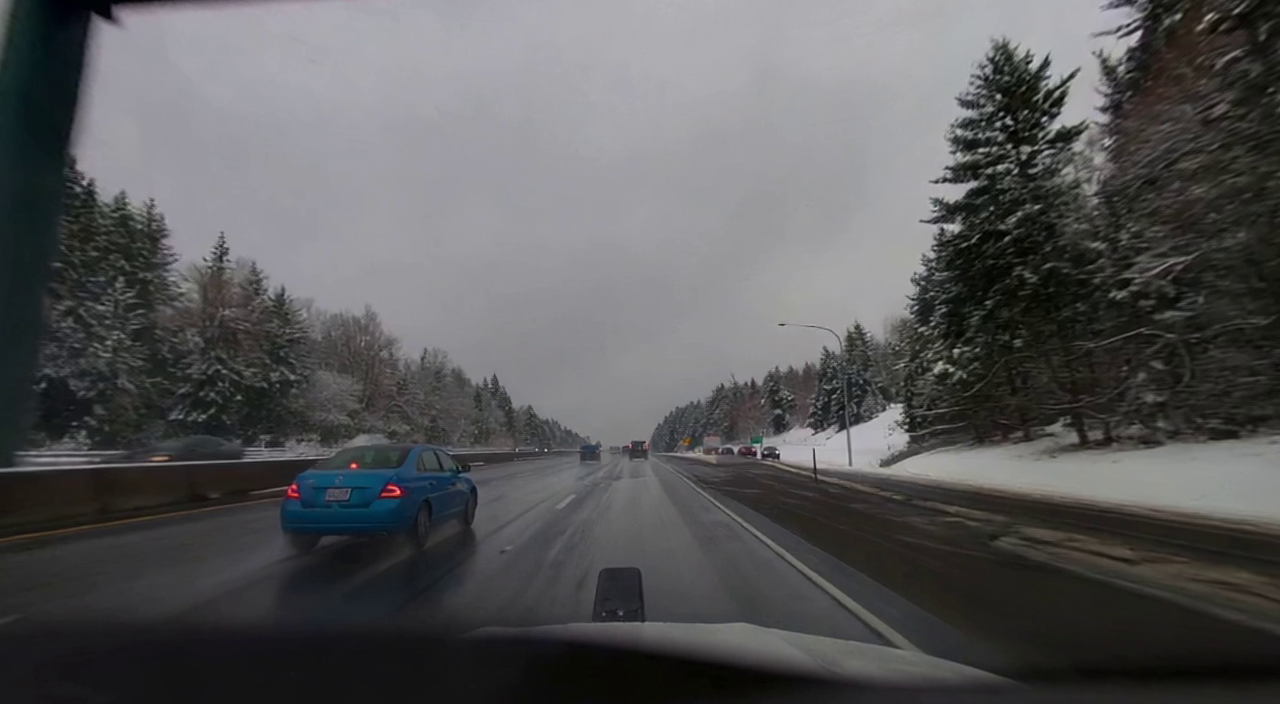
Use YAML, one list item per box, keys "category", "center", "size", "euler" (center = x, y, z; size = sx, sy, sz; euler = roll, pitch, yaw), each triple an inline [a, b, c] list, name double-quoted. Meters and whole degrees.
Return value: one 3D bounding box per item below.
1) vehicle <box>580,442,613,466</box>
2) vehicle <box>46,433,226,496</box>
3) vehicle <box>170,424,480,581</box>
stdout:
- category: "vehicle"
  center: [-3.241, 7.780, 48.194]
  size: [2.206, 1.683, 4.300]
  euler: [0, -9, 0]
- category: "vehicle"
  center: [-17.563, 3.931, 22.470]
  size: [2.058, 1.967, 5.183]
  euler: [0, -9, 0]
- category: "vehicle"
  center: [-3.699, 1.832, 8.478]
  size: [2.020, 1.554, 4.137]
  euler: [0, -9, 0]
